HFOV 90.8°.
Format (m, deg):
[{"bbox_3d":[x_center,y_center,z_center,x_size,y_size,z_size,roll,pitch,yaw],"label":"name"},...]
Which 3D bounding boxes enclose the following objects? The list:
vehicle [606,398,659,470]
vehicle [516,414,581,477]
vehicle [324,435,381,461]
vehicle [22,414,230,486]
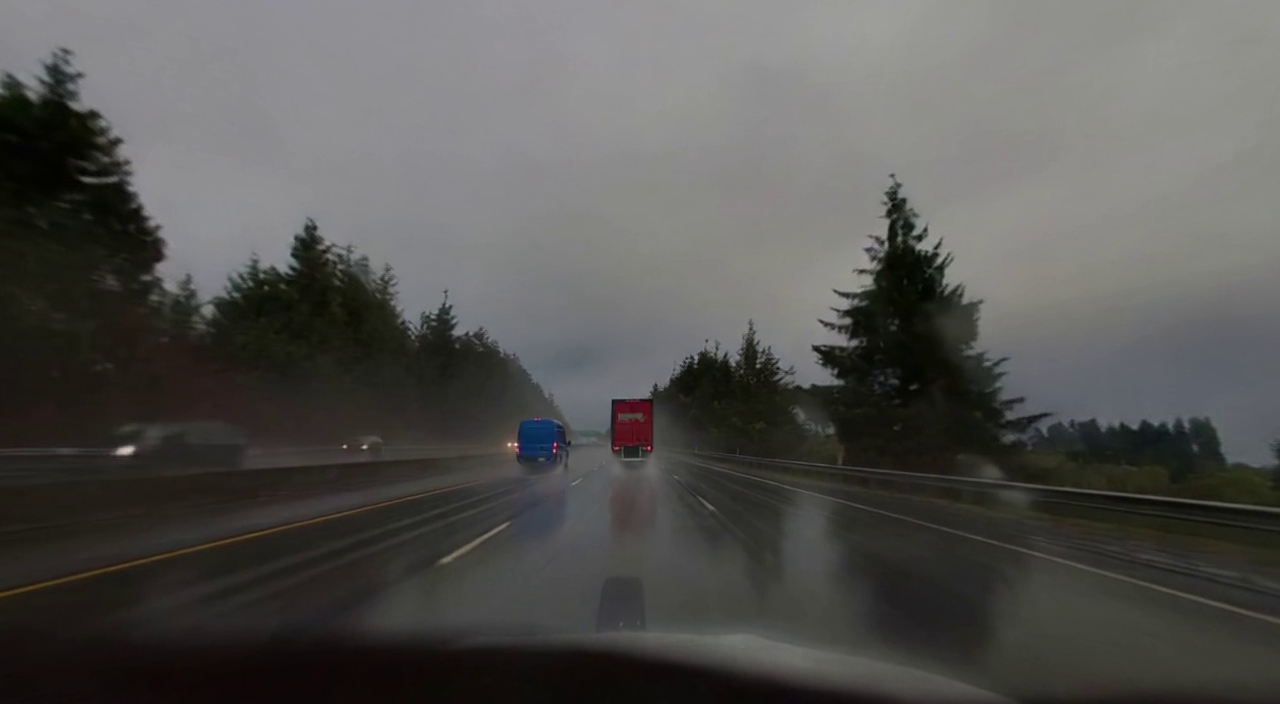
[{"bbox_3d":[-0.448,5.436,40.667,2.995,4.036,10.311,0,-9,0],"label":"vehicle"},{"bbox_3d":[-4.395,4.680,31.426,2.357,2.786,6.144,0,-9,-1],"label":"vehicle"},{"bbox_3d":[-17.475,5.891,38.524,1.757,1.478,3.711,0,-9,-1],"label":"vehicle"},{"bbox_3d":[-13.089,2.556,16.496,1.994,1.636,4.057,0,-9,0],"label":"vehicle"}]
